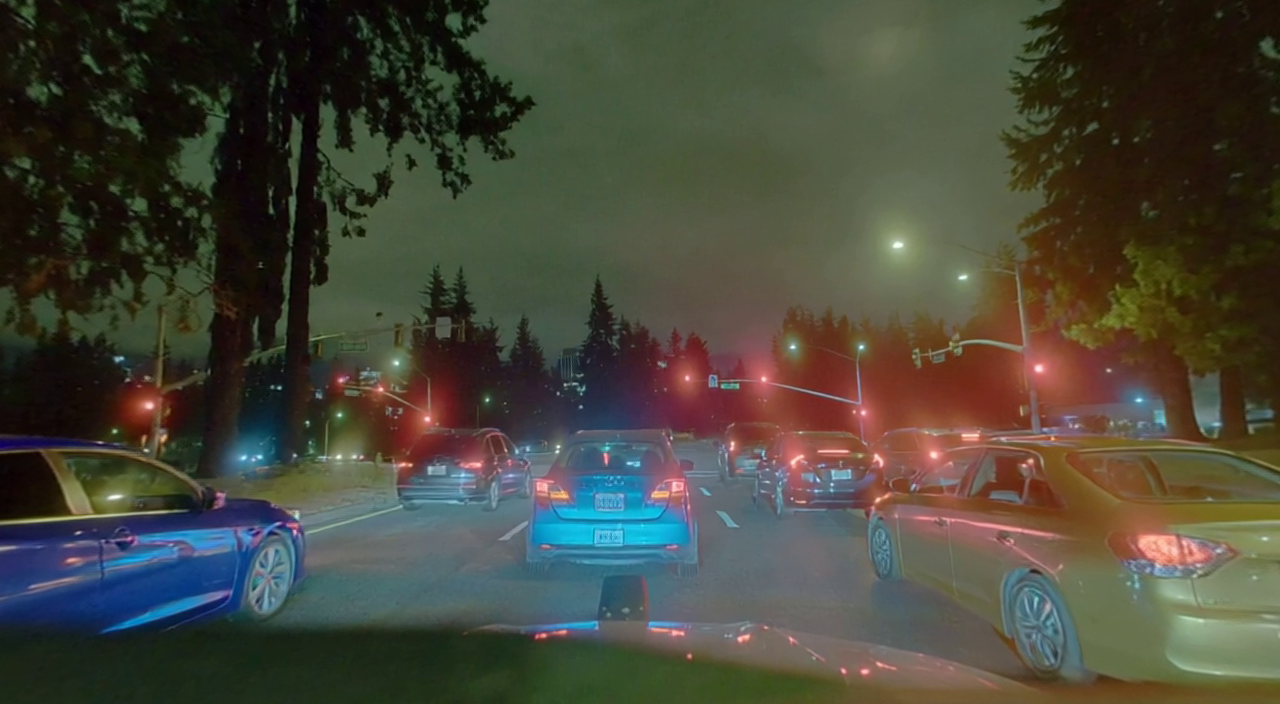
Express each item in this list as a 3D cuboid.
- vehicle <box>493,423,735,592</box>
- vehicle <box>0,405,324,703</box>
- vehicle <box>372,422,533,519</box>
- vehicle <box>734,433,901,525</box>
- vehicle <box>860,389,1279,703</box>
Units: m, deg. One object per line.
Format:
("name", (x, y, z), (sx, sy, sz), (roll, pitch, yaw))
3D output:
("vehicle", (-0.259, 1.668, 7.575), (2.147, 1.479, 3.803), (0, -8, -1))
("vehicle", (-3.652, 1.042, 3.107), (1.935, 1.482, 4.433), (0, -8, -1))
("vehicle", (-3.708, 2.430, 13.413), (1.961, 1.714, 4.268), (-1, -8, 2))
("vehicle", (3.177, 2.336, 12.329), (1.975, 1.460, 4.357), (0, -8, 0))
("vehicle", (3.132, 1.152, 4.057), (1.903, 1.480, 4.270), (0, -8, 0))
